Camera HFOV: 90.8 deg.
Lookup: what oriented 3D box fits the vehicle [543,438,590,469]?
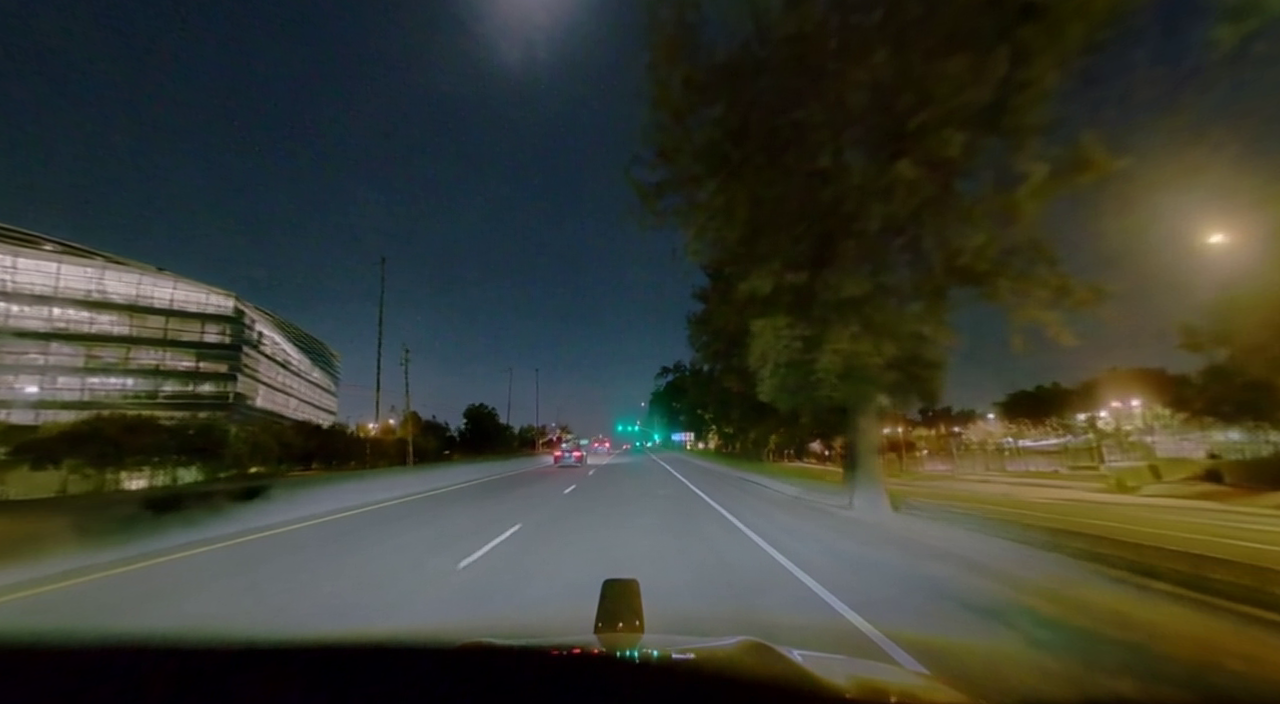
[{"bbox_3d":[-3.871,5.398,33.849,1.984,1.521,4.682,0,-8,0],"label":"vehicle"}]
